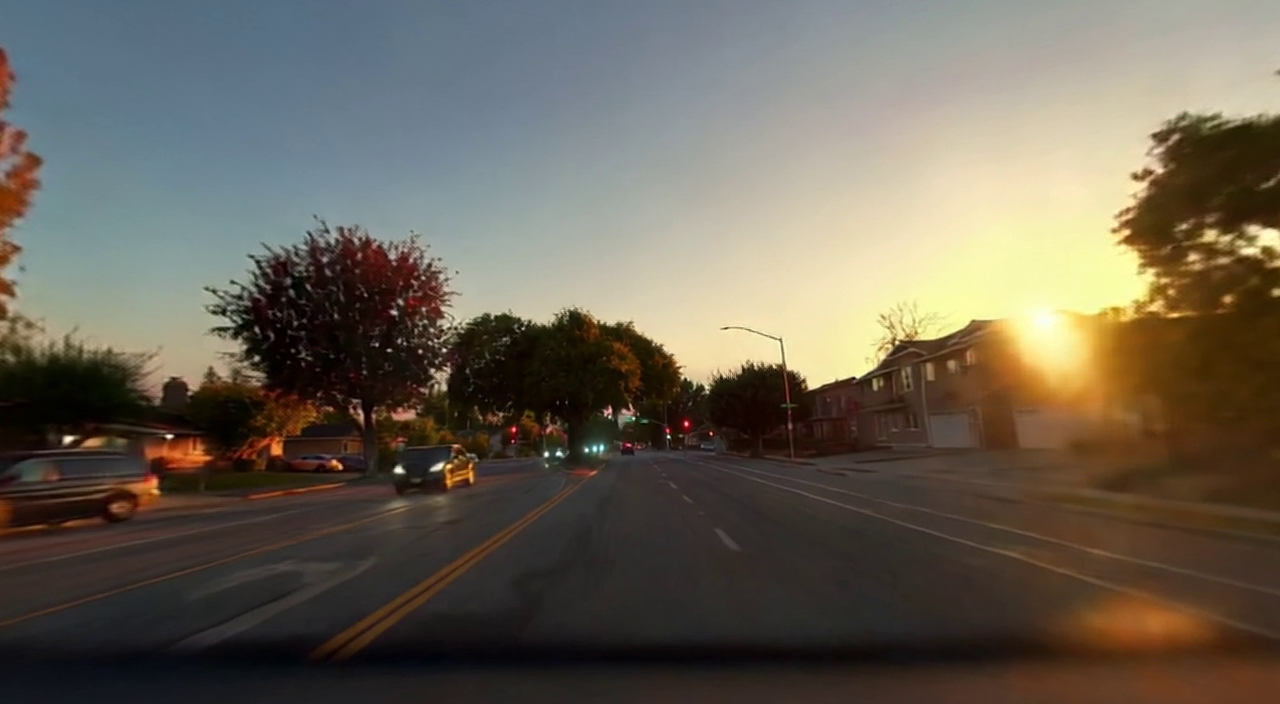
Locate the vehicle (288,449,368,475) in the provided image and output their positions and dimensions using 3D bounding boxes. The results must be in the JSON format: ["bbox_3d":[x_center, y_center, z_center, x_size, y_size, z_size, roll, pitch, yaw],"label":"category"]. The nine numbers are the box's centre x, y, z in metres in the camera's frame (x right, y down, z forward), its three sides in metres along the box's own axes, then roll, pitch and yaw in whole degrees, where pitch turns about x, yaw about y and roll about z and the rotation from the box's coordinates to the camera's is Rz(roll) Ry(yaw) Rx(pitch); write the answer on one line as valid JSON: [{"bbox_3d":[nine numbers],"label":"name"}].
[{"bbox_3d":[-20.919,7.347,42.484,4.354,1.676,1.905,0,-9,-2],"label":"vehicle"}]

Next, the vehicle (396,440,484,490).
[{"bbox_3d":[-7.464,4.235,24.079,1.958,1.702,4.386,0,-8,-1],"label":"vehicle"}]

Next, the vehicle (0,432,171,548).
[{"bbox_3d":[-13.582,2.941,14.005,2.346,2.217,5.290,0,-8,-2],"label":"vehicle"}]
